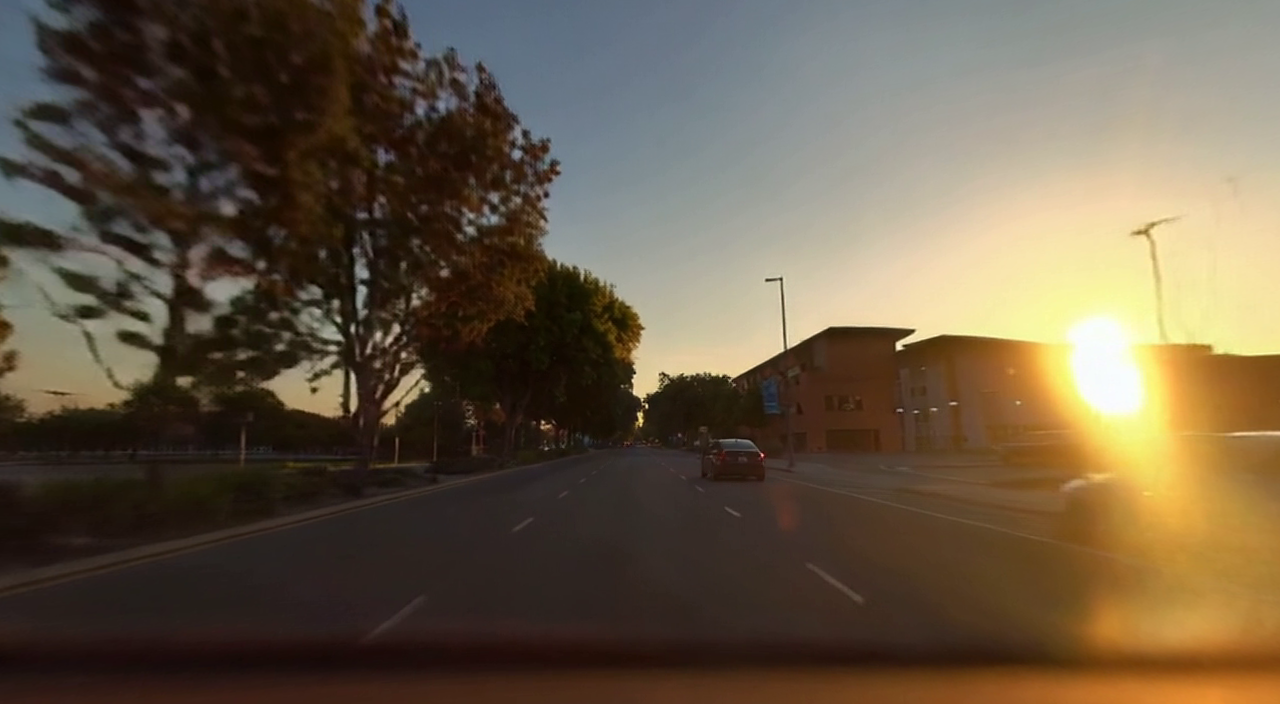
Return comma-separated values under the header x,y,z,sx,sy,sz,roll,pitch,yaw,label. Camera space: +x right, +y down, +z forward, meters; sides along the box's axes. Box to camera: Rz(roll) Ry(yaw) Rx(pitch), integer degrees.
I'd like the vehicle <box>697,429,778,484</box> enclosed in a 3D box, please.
x,y,z,sx,sy,sz,roll,pitch,yaw,label
3.370,3.717,22.746,2.083,1.743,4.354,0,-8,-1,vehicle

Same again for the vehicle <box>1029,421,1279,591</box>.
x,y,z,sx,sy,sz,roll,pitch,yaw,label
6.747,1.517,6.698,1.918,1.544,4.871,-1,-8,-3,vehicle
